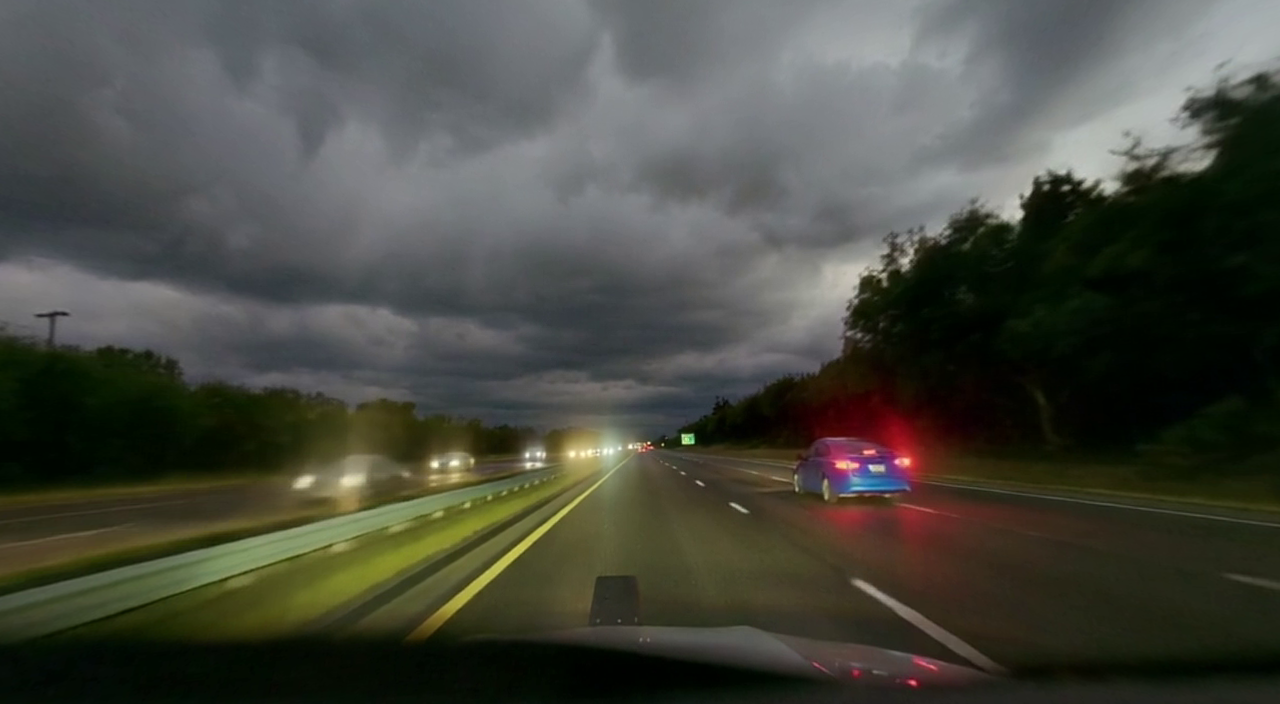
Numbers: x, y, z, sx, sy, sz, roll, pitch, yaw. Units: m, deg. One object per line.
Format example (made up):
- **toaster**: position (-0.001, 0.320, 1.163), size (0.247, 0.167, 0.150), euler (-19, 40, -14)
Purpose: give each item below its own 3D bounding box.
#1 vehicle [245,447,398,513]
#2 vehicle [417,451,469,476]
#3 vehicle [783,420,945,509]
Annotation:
- **vehicle**: position (-8.607, 3.453, 17.530), size (1.912, 1.549, 4.435), euler (0, -9, 0)
- **vehicle**: position (-12.953, 7.333, 41.617), size (1.944, 1.474, 4.503), euler (0, -9, 0)
- **vehicle**: position (5.110, 2.656, 15.181), size (2.117, 1.783, 4.627), euler (0, -9, -1)
